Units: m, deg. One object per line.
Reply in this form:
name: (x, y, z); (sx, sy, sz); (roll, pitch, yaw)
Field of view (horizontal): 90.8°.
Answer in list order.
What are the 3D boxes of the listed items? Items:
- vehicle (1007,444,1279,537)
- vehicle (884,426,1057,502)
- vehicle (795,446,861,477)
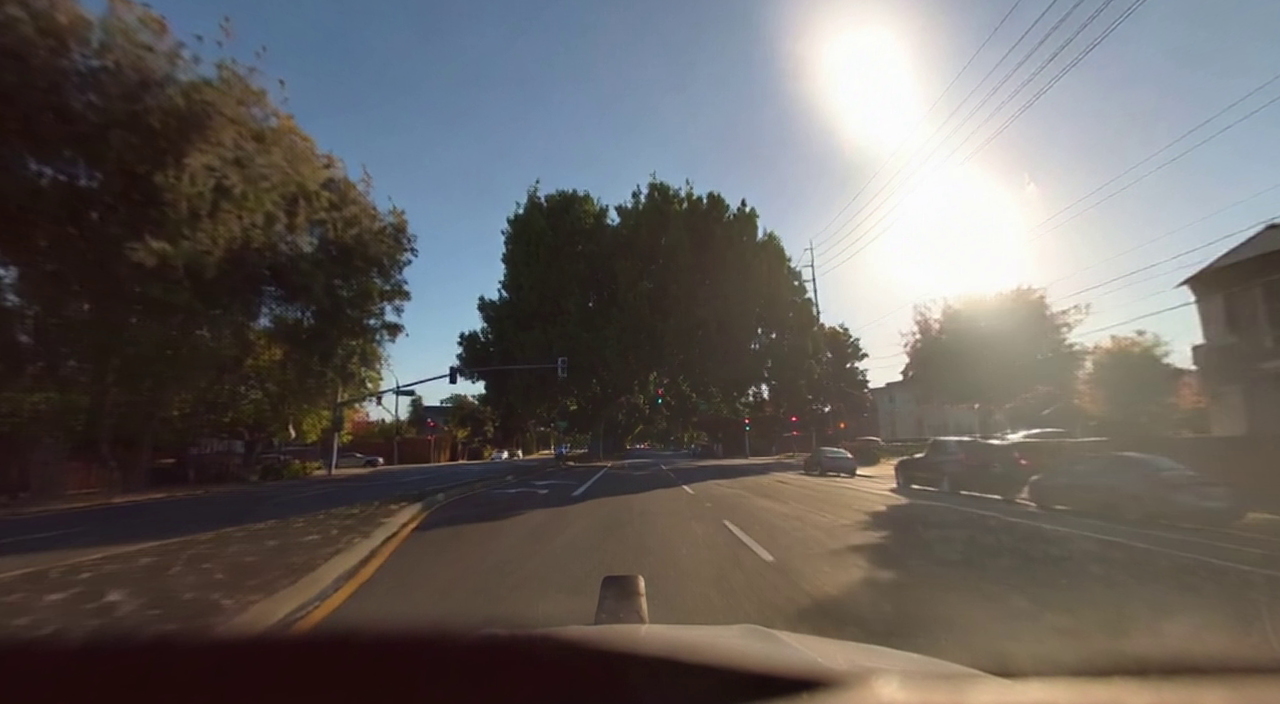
vehicle: (9.772, 2.613, 12.706); (1.931, 1.473, 4.742); (0, -8, 0)
vehicle: (9.812, 3.357, 19.479); (2.245, 1.983, 5.433); (0, -8, -2)
vehicle: (9.823, 5.733, 33.494); (1.918, 1.483, 4.813); (0, -8, -1)
